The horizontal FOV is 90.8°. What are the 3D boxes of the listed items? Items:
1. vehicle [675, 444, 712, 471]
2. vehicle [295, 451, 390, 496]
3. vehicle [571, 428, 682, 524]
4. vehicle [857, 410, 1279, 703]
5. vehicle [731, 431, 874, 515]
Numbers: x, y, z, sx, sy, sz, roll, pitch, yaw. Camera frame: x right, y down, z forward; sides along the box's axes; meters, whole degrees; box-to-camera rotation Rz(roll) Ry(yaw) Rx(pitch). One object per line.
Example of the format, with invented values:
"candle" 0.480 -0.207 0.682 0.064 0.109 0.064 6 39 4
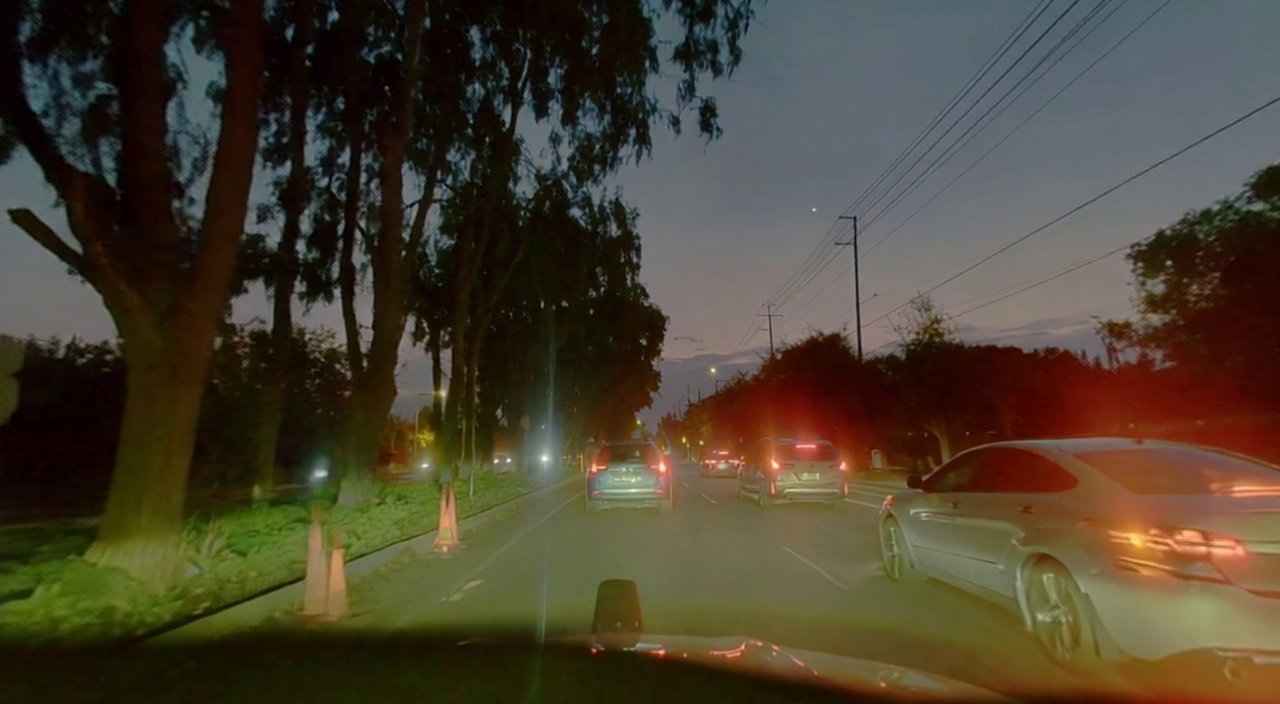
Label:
"vehicle" 3.752 7.518 45.273 2.175 1.788 4.271 0 -8 -2
"vehicle" -12.664 5.152 27.241 1.911 1.693 4.452 -1 -8 0
"vehicle" -0.294 2.599 13.765 2.050 1.745 3.915 0 -8 -1
"vehicle" 3.393 1.265 4.539 1.977 1.460 4.565 0 -8 -1
"vehicle" 3.746 2.882 15.609 2.116 1.726 4.672 0 -8 -2
